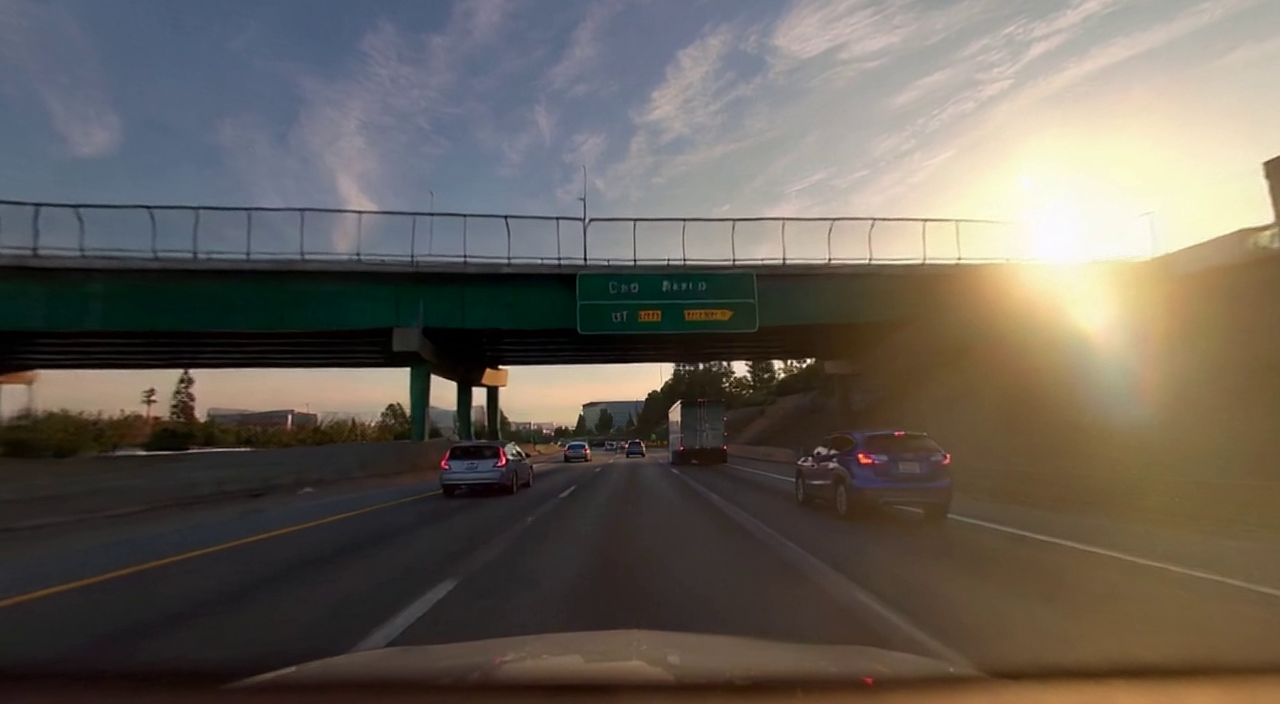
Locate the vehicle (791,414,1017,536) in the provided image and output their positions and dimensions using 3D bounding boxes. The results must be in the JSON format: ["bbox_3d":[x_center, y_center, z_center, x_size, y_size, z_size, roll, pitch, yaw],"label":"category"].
[{"bbox_3d":[4.114,1.978,10.717,2.001,1.625,4.088,-1,-8,-1],"label":"vehicle"}]

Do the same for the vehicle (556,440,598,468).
[{"bbox_3d":[-3.607,5.896,36.717,2.064,1.479,4.370,-1,-8,-1],"label":"vehicle"}]

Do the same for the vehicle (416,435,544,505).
[{"bbox_3d":[-3.885,2.942,16.232,2.122,1.486,4.532,-1,-8,0],"label":"vehicle"}]

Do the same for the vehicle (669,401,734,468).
[{"bbox_3d":[3.627,5.319,40.241,2.824,3.585,11.410,-1,-8,-1],"label":"vehicle"}]
